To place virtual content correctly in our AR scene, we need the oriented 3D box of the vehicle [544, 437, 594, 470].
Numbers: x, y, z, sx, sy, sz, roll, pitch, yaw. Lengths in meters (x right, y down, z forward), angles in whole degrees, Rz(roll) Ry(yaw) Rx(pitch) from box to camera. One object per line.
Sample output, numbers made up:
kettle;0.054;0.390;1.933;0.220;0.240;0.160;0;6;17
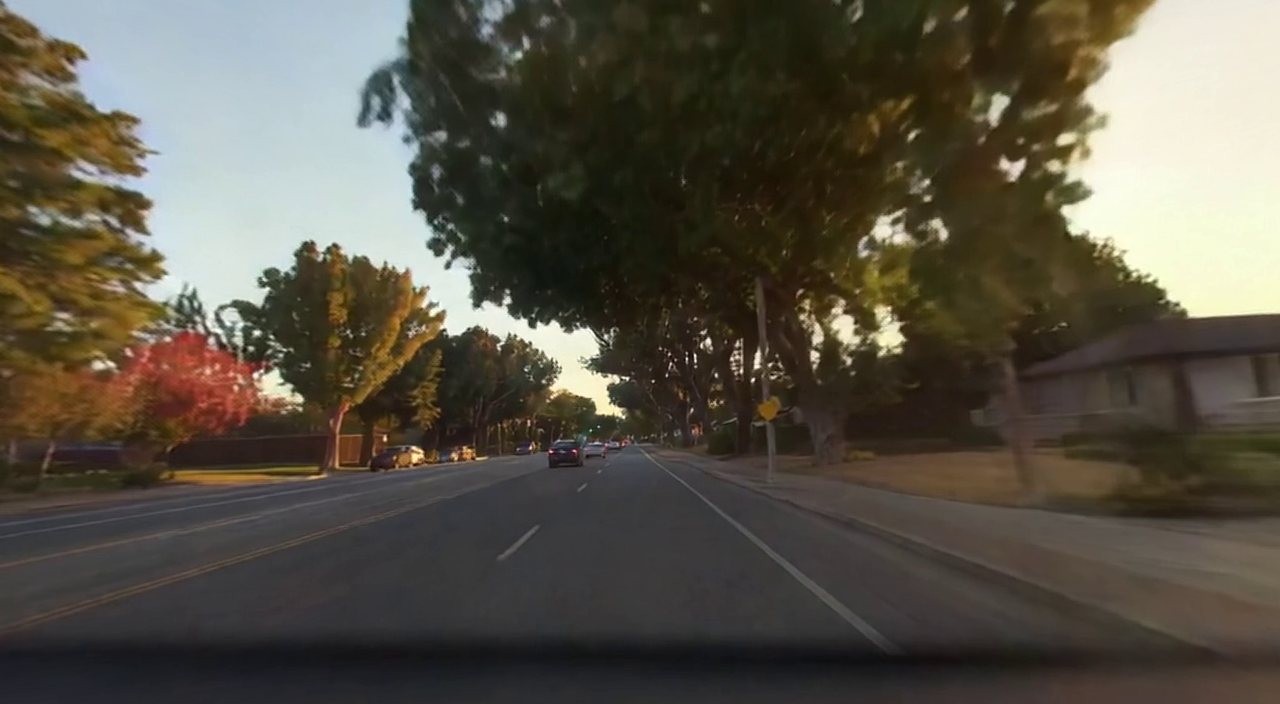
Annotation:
vehicle;-3.441;5.021;31.427;2.030;1.467;4.251;0;-8;-1
